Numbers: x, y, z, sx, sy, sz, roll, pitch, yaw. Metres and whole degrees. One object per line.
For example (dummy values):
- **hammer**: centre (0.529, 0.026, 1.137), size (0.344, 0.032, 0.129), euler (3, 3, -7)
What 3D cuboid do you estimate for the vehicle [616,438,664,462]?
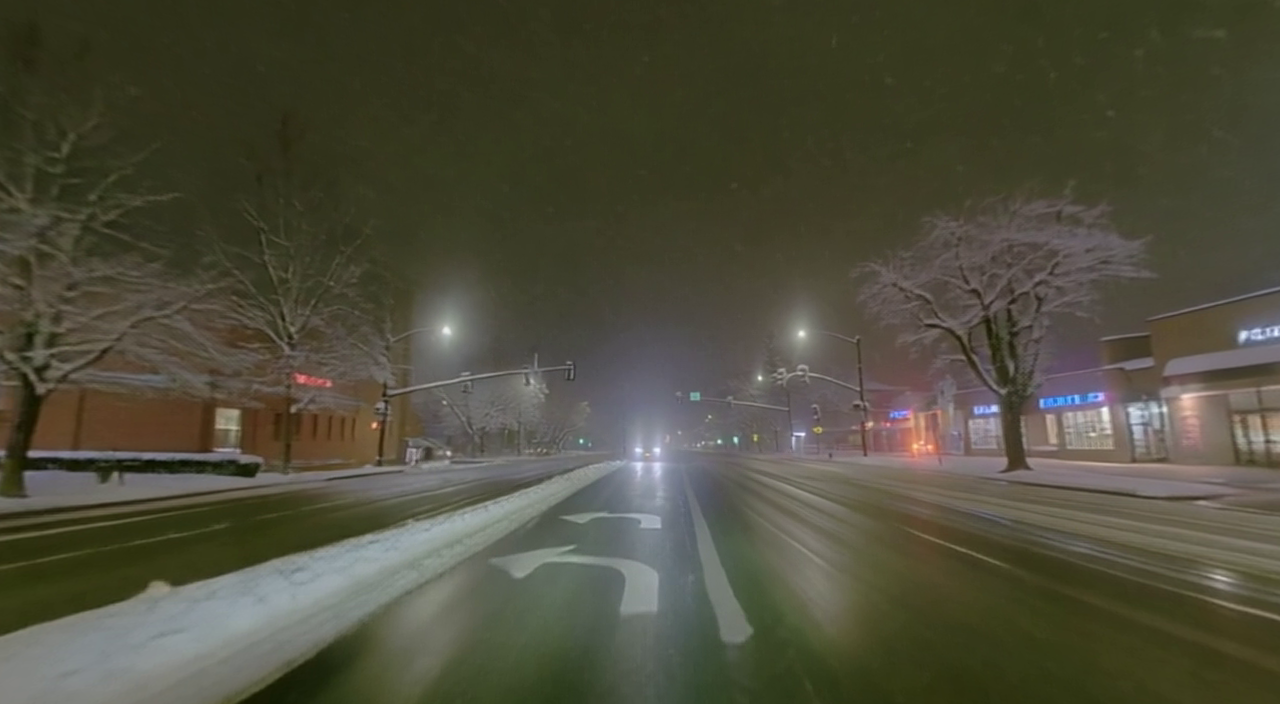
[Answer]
- **vehicle**: centre (-0.033, 7.594, 48.899), size (2.010, 1.728, 4.408), euler (4, -9, -26)

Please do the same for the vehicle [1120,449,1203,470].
- **vehicle**: centre (41.071, 8.460, 49.886), size (1.790, 1.474, 4.620), euler (4, -9, -24)
